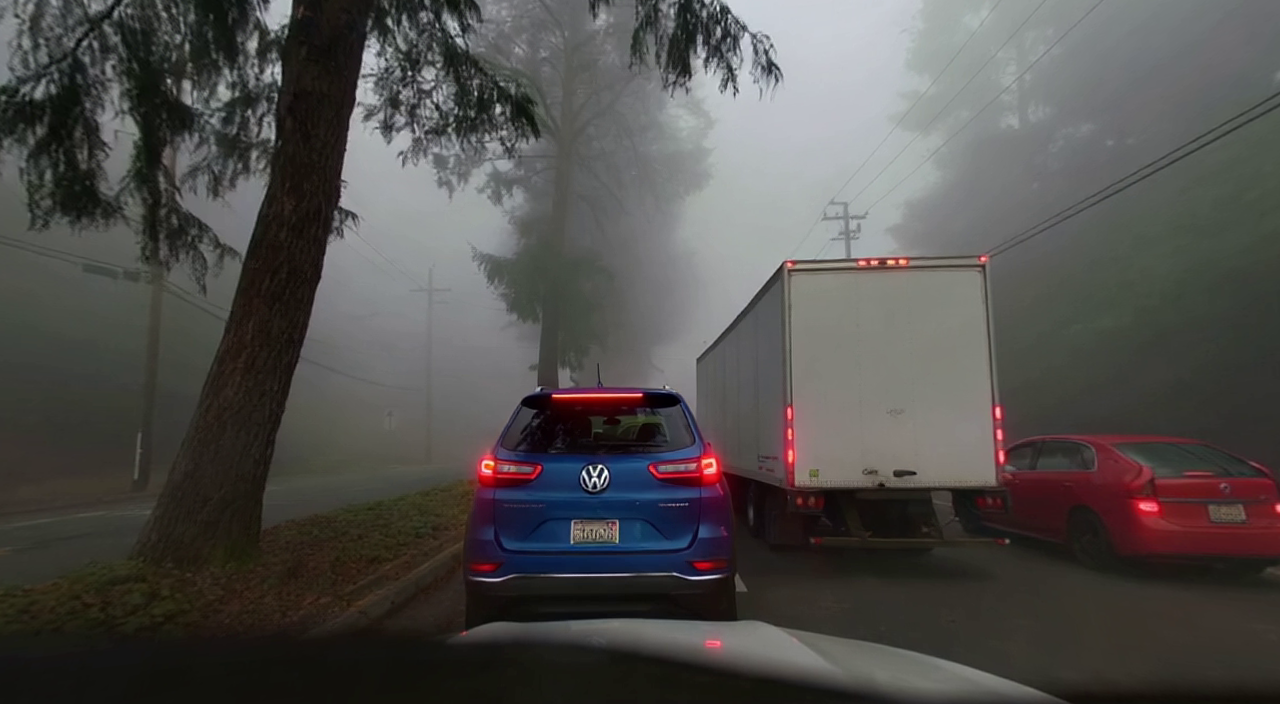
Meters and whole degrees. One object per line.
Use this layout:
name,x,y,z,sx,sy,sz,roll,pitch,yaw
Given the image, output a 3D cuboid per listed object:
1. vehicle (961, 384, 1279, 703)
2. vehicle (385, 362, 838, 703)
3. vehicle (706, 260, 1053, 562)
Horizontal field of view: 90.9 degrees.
vehicle,2.832,0.747,1.196,1.971,1.484,4.728,0,-8,0
vehicle,-0.129,1.223,5.140,2.114,1.732,4.230,0,-8,0
vehicle,3.228,1.274,11.839,2.915,3.559,8.848,0,-8,0
